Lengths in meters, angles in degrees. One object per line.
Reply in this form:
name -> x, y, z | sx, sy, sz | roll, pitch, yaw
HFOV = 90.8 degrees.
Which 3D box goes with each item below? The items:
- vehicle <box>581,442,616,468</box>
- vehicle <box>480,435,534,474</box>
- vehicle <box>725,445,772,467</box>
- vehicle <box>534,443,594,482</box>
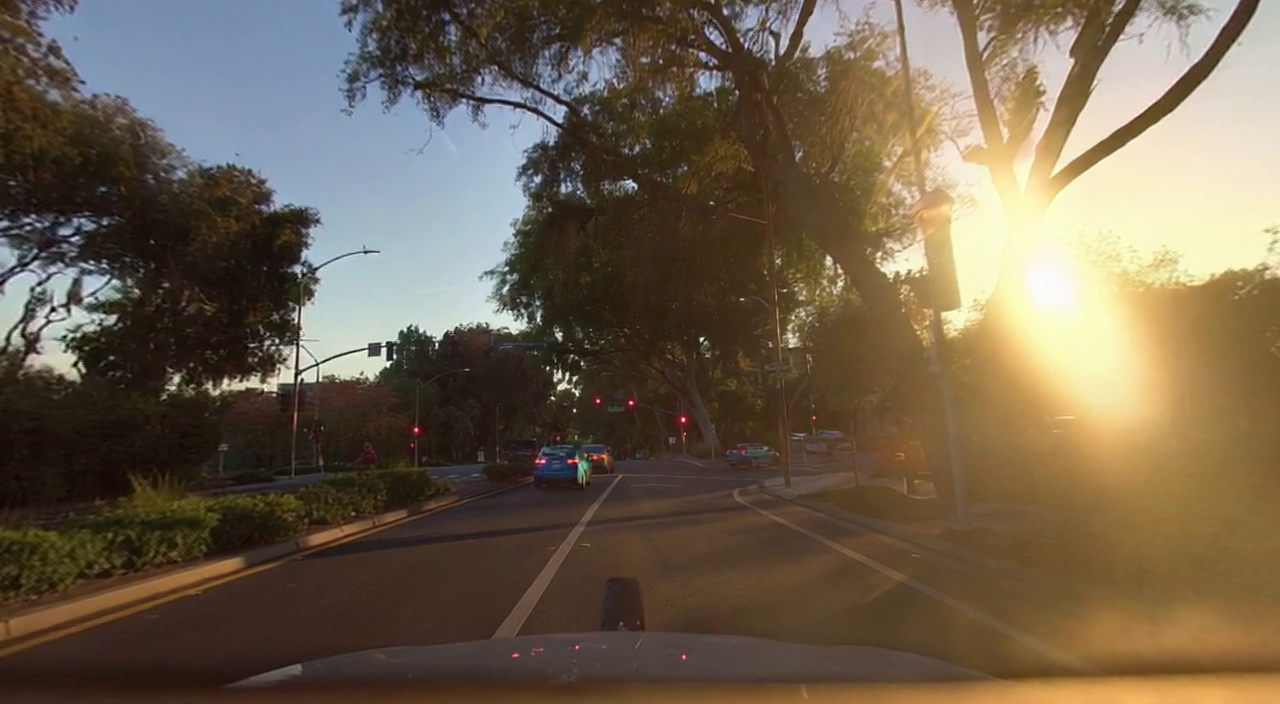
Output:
vehicle -> -2.786, 6.963, 42.900 | 2.055, 1.679, 4.155 | 0, -9, 1
vehicle -> -7.774, 5.885, 36.480 | 2.390, 2.020, 5.085 | 3, -9, -19
vehicle -> 7.329, 6.950, 42.474 | 1.945, 1.410, 4.284 | -4, -10, 26
vehicle -> -3.104, 4.615, 26.556 | 1.979, 1.492, 3.930 | 0, -9, 1
